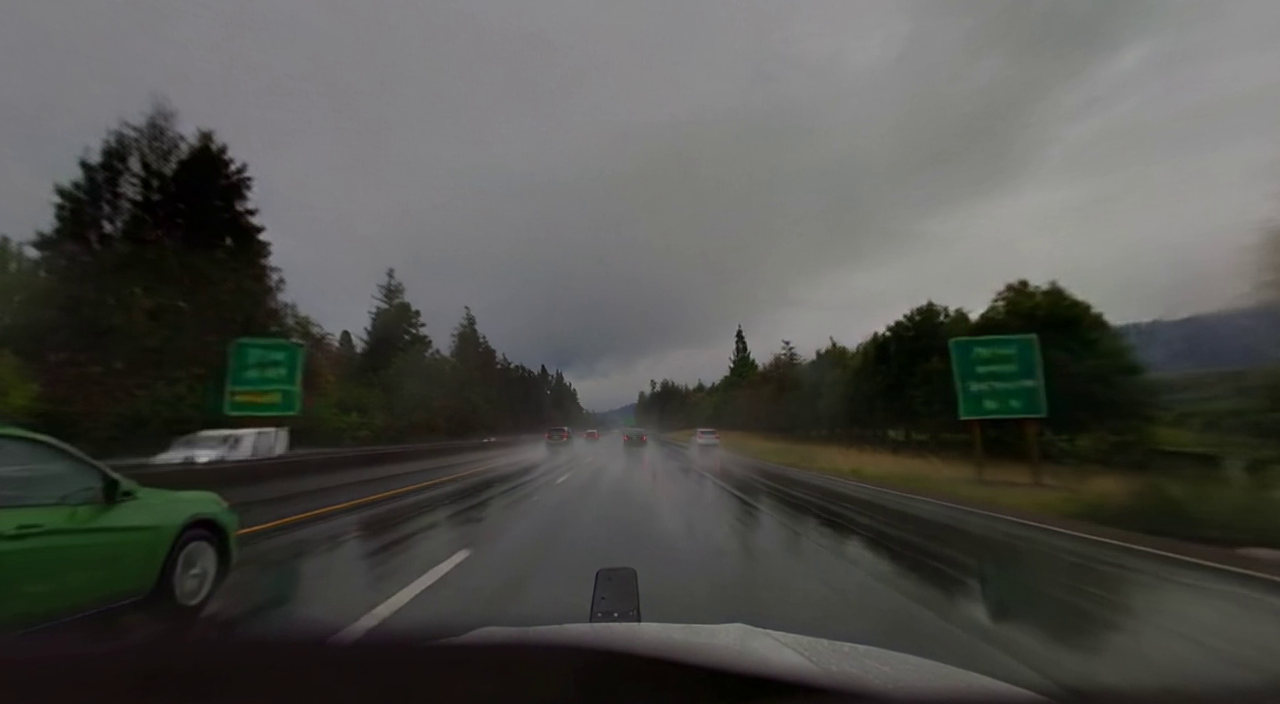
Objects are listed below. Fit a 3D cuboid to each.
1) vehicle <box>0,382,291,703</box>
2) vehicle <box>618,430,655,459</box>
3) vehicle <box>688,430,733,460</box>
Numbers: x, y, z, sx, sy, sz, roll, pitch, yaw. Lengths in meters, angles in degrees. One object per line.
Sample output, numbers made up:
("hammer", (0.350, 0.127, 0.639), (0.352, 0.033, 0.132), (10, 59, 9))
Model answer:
("vehicle", (-3.827, 0.885, 2.681), (2.023, 1.512, 4.804), (0, -7, -1))
("vehicle", (-0.220, 4.936, 33.855), (1.869, 1.466, 3.356), (0, -7, -1))
("vehicle", (3.711, 4.952, 33.837), (1.841, 1.491, 3.869), (0, -7, -2))
